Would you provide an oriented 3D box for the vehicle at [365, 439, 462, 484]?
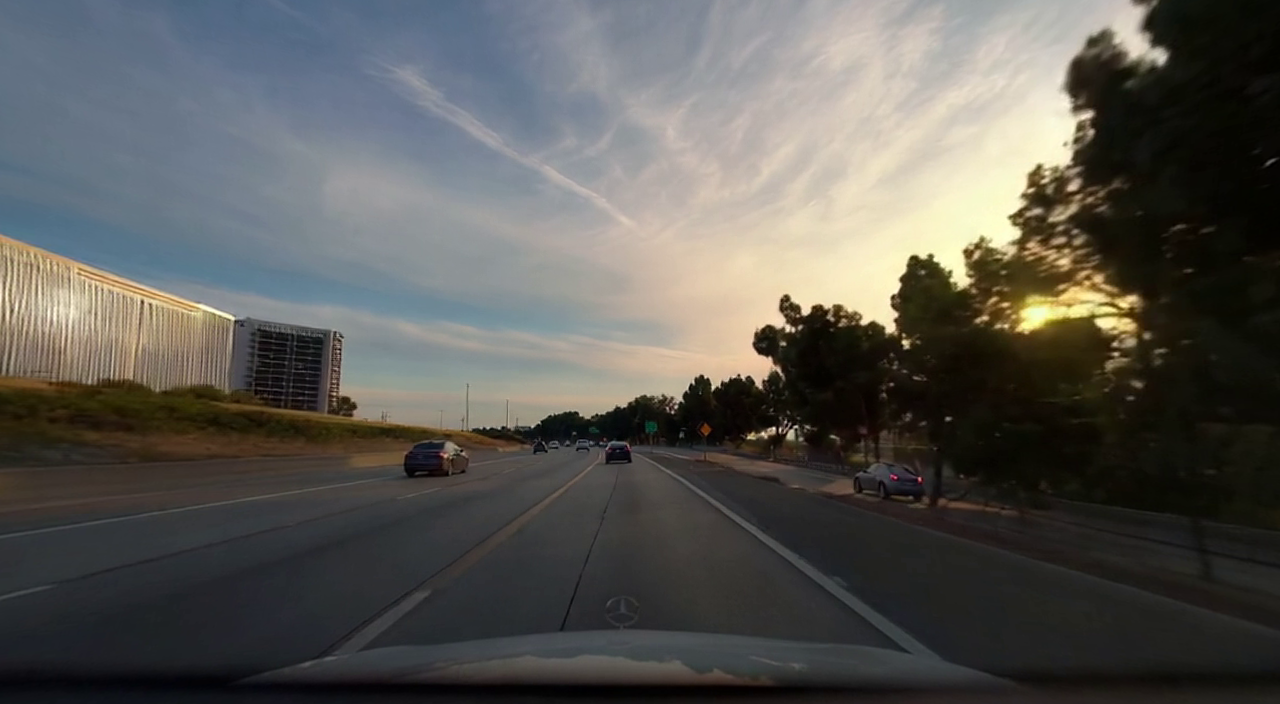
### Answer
[{"bbox_3d":[-8.098,3.952,23.040,2.009,1.454,4.250,0,-9,-1],"label":"vehicle"}]

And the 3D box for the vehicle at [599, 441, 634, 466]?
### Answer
[{"bbox_3d":[-1.417,6.146,38.391,2.038,1.414,4.357,0,-9,-2],"label":"vehicle"}]

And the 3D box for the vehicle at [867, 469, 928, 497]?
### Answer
[{"bbox_3d":[18.834,9.607,46.453,2.023,1.782,4.193,2,-9,-12],"label":"vehicle"}]
